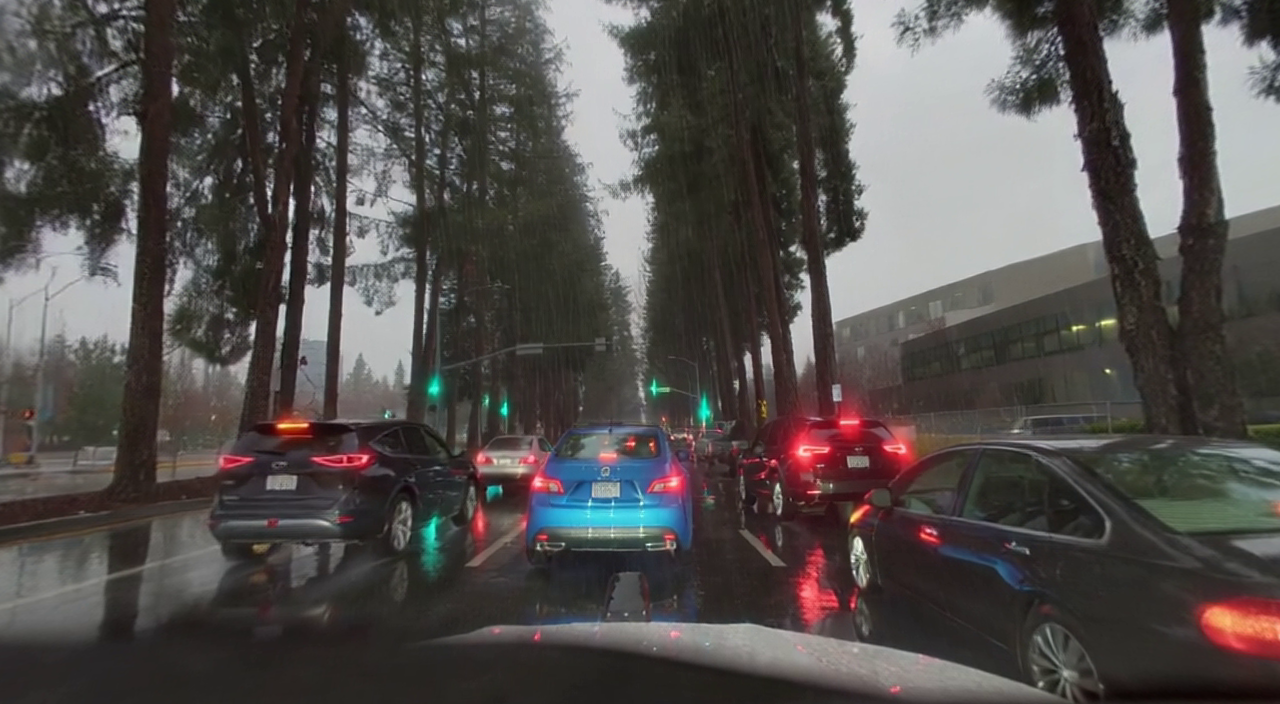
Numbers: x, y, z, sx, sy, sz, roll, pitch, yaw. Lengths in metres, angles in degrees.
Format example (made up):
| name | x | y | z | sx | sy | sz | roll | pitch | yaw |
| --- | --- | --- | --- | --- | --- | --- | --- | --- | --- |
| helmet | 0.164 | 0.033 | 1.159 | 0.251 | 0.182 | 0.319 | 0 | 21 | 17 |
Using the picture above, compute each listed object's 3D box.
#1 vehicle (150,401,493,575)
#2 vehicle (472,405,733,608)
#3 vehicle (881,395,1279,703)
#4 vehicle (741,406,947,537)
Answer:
| name | x | y | z | sx | sy | sz | roll | pitch | yaw |
| --- | --- | --- | --- | --- | --- | --- | --- | --- | --- |
| vehicle | -3.751 | 1.710 | 8.743 | 2.141 | 1.718 | 4.809 | 0 | -8 | 1 |
| vehicle | -0.352 | 1.585 | 7.423 | 2.114 | 1.631 | 4.459 | 0 | -8 | -1 |
| vehicle | 3.241 | 1.070 | 3.415 | 2.045 | 1.459 | 4.462 | 0 | -8 | -1 |
| vehicle | 3.341 | 2.083 | 11.539 | 2.117 | 1.879 | 4.715 | 0 | -8 | -1 |
